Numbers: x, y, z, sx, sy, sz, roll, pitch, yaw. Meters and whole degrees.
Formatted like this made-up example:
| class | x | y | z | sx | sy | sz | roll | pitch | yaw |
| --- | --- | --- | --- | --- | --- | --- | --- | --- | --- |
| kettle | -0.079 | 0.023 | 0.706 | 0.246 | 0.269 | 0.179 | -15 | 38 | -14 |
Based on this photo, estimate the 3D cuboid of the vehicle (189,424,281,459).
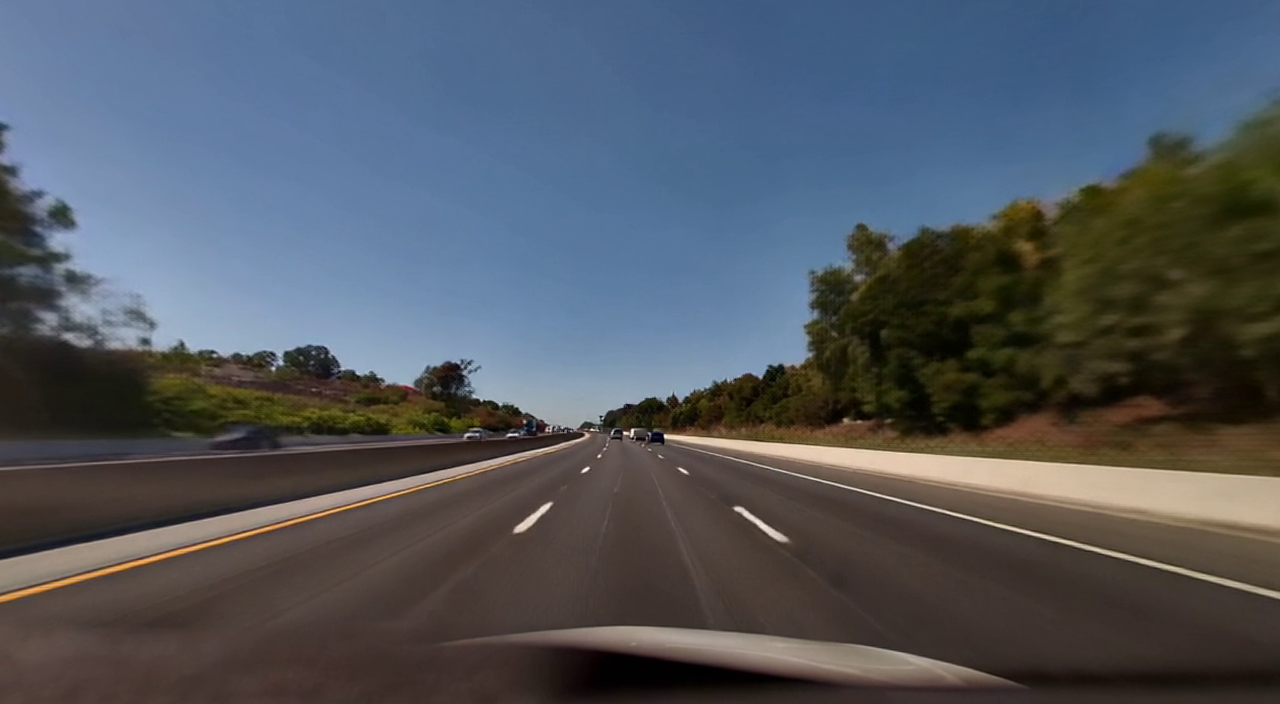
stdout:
| class | x | y | z | sx | sy | sz | roll | pitch | yaw |
| --- | --- | --- | --- | --- | --- | --- | --- | --- | --- |
| vehicle | -20.125 | 4.441 | 31.525 | 1.931 | 1.622 | 4.044 | 0 | -8 | -2 |
